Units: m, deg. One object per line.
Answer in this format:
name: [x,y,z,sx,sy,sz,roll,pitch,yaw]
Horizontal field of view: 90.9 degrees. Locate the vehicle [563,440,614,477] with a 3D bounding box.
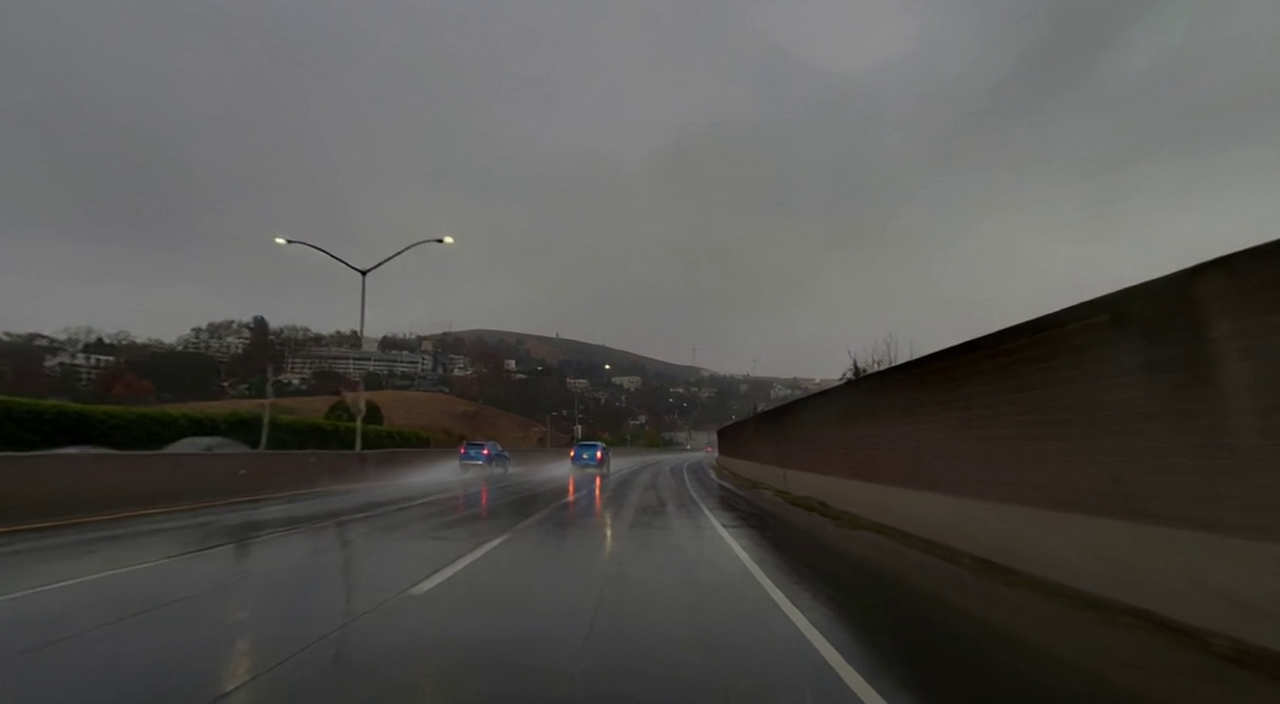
vehicle: [-2.584,5.518,32.883,2.028,1.782,4.150,-1,-8,4]

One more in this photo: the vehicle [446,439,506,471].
vehicle: [-9.634,6.084,37.433,2.039,1.746,4.528,-1,-8,5]

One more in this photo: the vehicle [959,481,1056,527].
vehicle: [24.303,10.038,42.102,2.775,2.408,6.139,0,-8,0]
